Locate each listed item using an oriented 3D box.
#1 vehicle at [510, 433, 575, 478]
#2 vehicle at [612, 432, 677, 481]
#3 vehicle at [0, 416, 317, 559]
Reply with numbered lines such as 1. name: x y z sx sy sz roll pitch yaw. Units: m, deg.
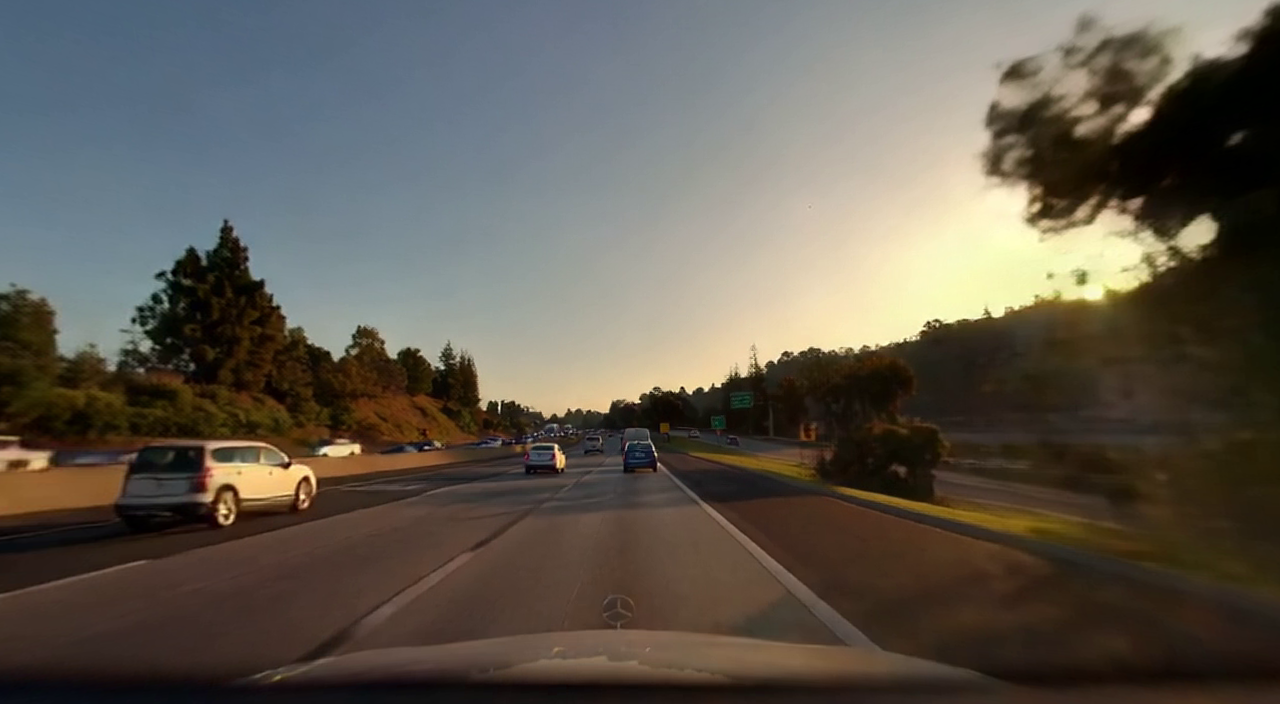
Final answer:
1. vehicle: -4.014 4.369 26.847 2.044 1.717 4.421 0 -8 0
2. vehicle: 0.138 4.131 25.289 2.378 1.750 4.355 0 -8 -1
3. vehicle: -7.363 1.933 9.823 2.195 1.652 4.733 0 -8 0
